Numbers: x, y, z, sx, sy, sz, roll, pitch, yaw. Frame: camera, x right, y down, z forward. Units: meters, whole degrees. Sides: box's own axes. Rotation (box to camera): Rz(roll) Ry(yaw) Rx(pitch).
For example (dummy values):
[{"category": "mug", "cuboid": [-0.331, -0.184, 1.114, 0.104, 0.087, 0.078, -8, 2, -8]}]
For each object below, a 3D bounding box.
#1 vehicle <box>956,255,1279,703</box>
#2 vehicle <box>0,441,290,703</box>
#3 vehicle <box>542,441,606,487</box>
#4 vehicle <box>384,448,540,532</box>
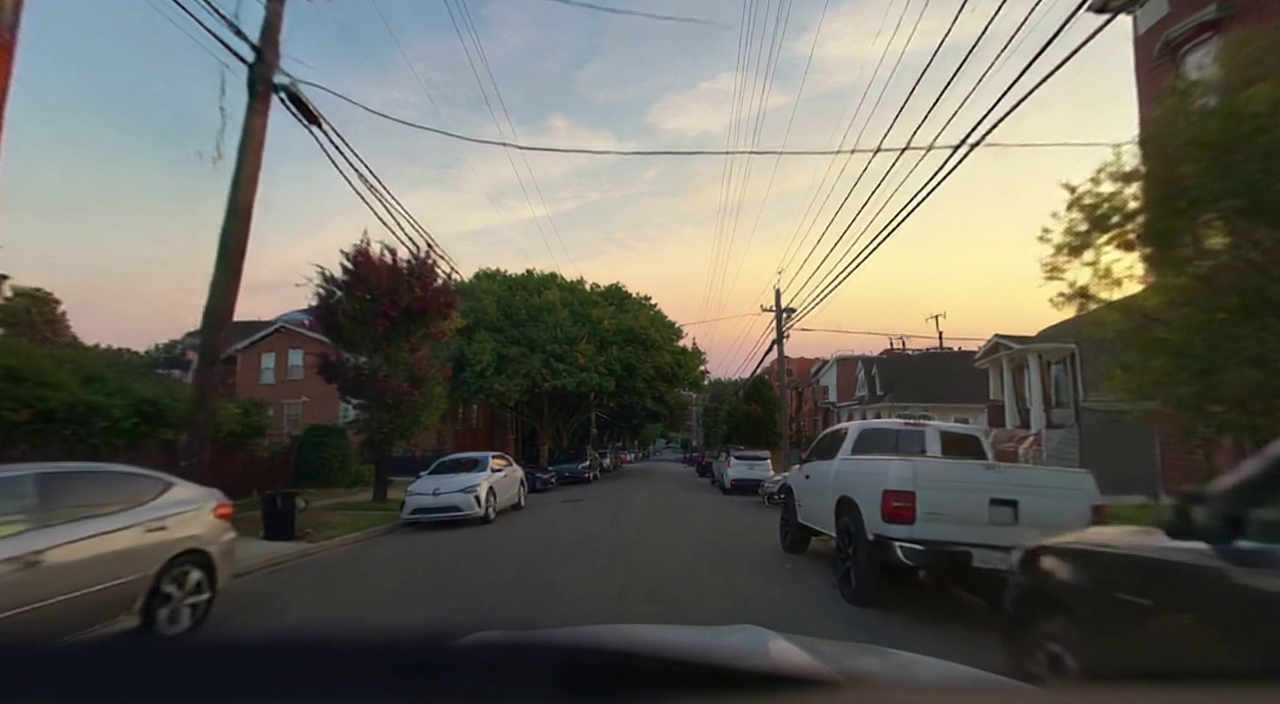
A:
[{"category": "vehicle", "cuboid": [2.635, 0.589, 1.007, 1.992, 1.853, 4.704, -1, -8, 3]}, {"category": "vehicle", "cuboid": [-4.267, 1.294, 3.628, 1.796, 1.532, 4.244, -1, -8, 5]}, {"category": "vehicle", "cuboid": [-2.982, 5.188, 29.710, 2.280, 1.953, 5.092, -1, -8, 2]}, {"category": "vehicle", "cuboid": [-3.754, 2.977, 14.343, 1.988, 1.541, 4.686, -1, -8, 3]}]
